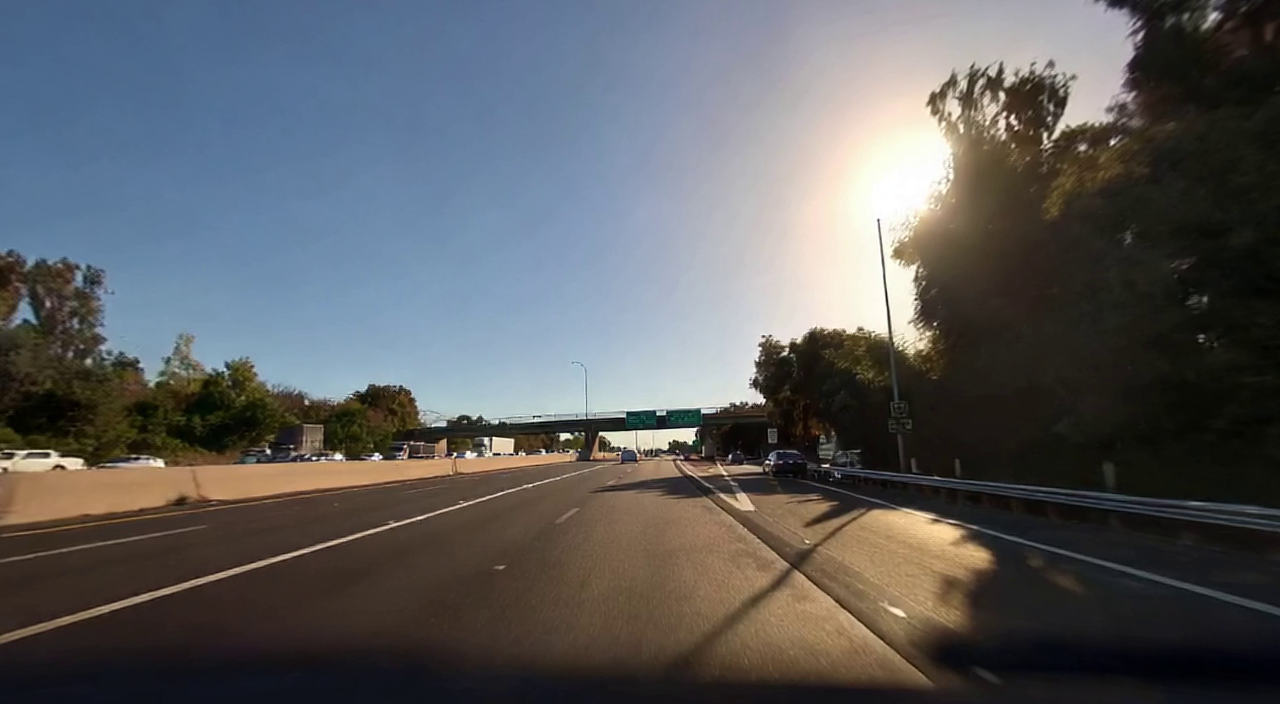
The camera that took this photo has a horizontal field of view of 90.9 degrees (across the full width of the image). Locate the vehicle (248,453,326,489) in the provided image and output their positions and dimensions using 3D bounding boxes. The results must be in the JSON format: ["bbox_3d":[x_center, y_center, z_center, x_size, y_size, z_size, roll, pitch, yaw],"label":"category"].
[{"bbox_3d":[-23.122,7.780,41.570,2.080,2.095,4.988,0,-8,2],"label":"vehicle"}]

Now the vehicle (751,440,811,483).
[{"bbox_3d":[6.848,5.342,31.124,2.146,1.929,4.388,-1,-8,4],"label":"vehicle"}]
